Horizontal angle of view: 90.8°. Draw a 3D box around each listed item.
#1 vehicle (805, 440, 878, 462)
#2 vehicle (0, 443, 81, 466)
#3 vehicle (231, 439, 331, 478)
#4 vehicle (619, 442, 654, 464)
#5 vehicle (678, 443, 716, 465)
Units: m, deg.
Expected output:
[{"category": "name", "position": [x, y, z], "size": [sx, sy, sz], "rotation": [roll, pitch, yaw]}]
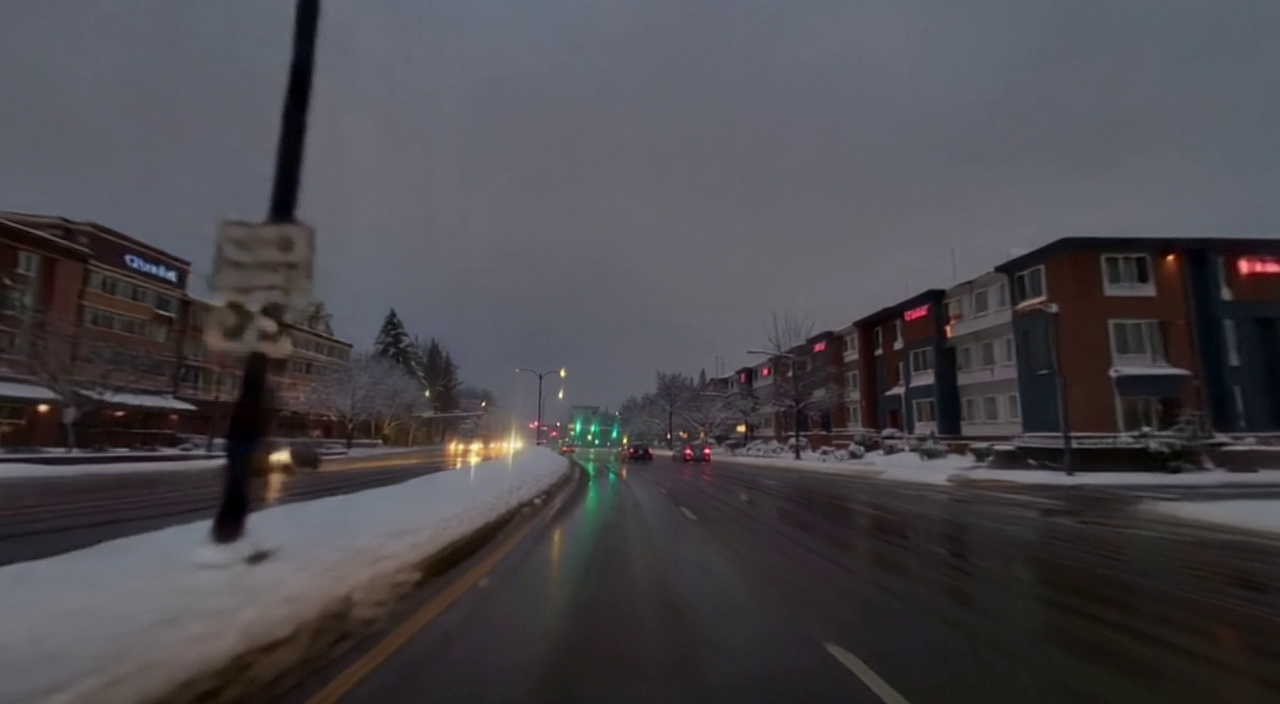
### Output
[{"category": "vehicle", "position": [14.781, 7.283, 46.481], "size": [4.648, 1.510, 1.891], "rotation": [1, -9, -6]}, {"category": "vehicle", "position": [-41.380, 7.051, 43.631], "size": [1.772, 1.448, 4.585], "rotation": [1, -9, -8]}, {"category": "vehicle", "position": [-14.875, 4.408, 26.471], "size": [1.915, 1.483, 4.210], "rotation": [0, -9, -4]}, {"category": "vehicle", "position": [-0.337, 7.435, 46.606], "size": [2.020, 1.479, 4.650], "rotation": [1, -9, -7]}, {"category": "vehicle", "position": [4.052, 7.346, 45.666], "size": [1.932, 1.439, 4.159], "rotation": [1, -9, -7]}]
